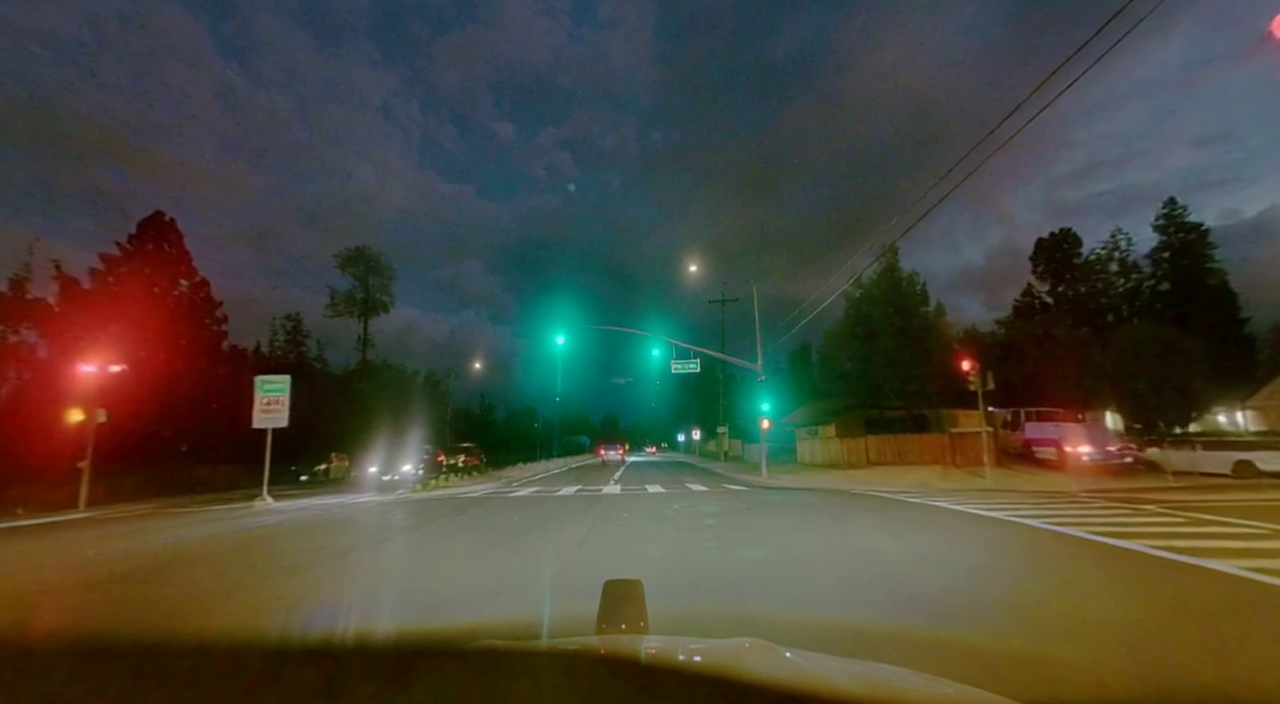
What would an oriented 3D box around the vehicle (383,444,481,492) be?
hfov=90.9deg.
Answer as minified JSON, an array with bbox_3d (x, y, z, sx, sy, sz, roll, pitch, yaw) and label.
[{"bbox_3d":[-7.645,4.288,23.716,2.122,1.602,4.369,0,-8,1],"label":"vehicle"}]

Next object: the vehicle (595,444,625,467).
[{"bbox_3d":[-2.278,8.026,49.128,2.084,1.701,4.734,0,-8,1],"label":"vehicle"}]

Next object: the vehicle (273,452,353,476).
[{"bbox_3d":[-19.617,6.709,37.917,3.819,1.403,1.812,0,-9,-1],"label":"vehicle"}]

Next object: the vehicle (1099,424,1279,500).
[{"bbox_3d":[13.011,2.351,13.661,4.665,1.498,1.866,0,-8,-2],"label":"vehicle"}]

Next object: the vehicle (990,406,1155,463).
[{"bbox_3d":[16.501,3.177,24.265,4.656,2.065,2.129,0,-8,3],"label":"vehicle"}]
